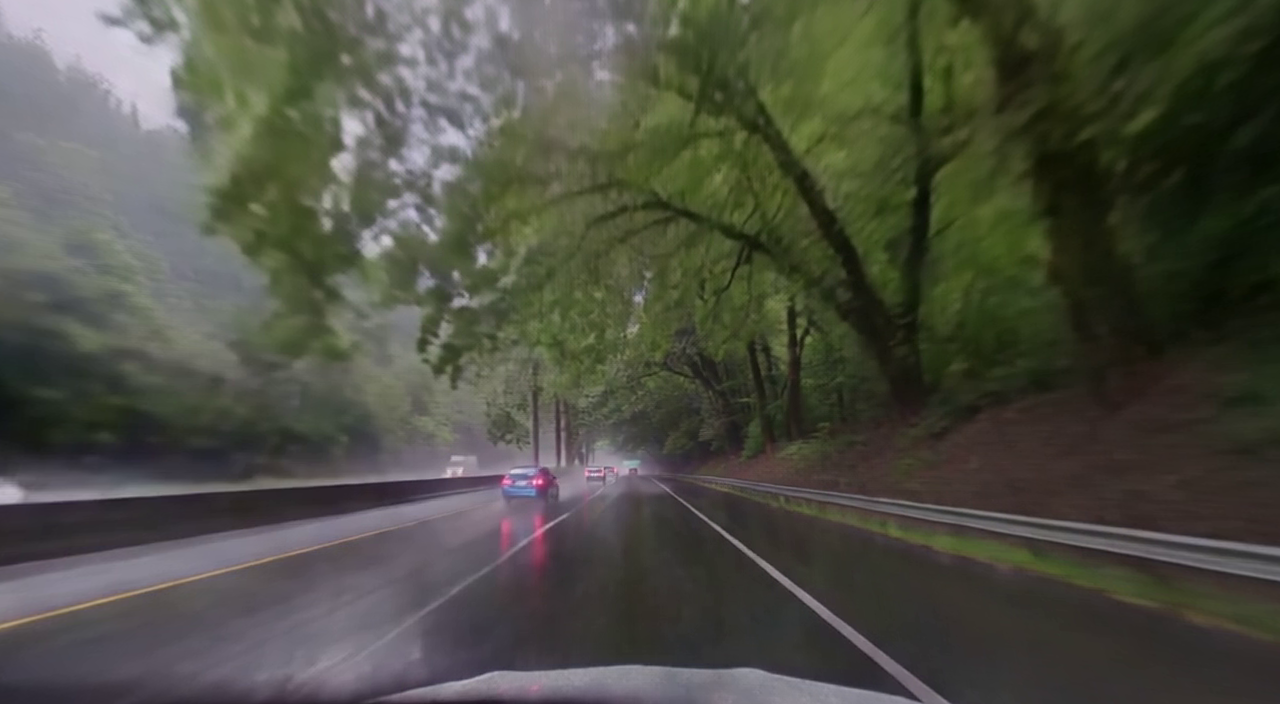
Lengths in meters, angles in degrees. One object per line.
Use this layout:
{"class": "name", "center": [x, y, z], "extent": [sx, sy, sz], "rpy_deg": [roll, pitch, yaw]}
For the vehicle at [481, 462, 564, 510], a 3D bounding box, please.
{"class": "vehicle", "center": [-4.008, 4.672, 22.301], "extent": [1.995, 1.467, 4.467], "rpy_deg": [0, -10, 1]}
